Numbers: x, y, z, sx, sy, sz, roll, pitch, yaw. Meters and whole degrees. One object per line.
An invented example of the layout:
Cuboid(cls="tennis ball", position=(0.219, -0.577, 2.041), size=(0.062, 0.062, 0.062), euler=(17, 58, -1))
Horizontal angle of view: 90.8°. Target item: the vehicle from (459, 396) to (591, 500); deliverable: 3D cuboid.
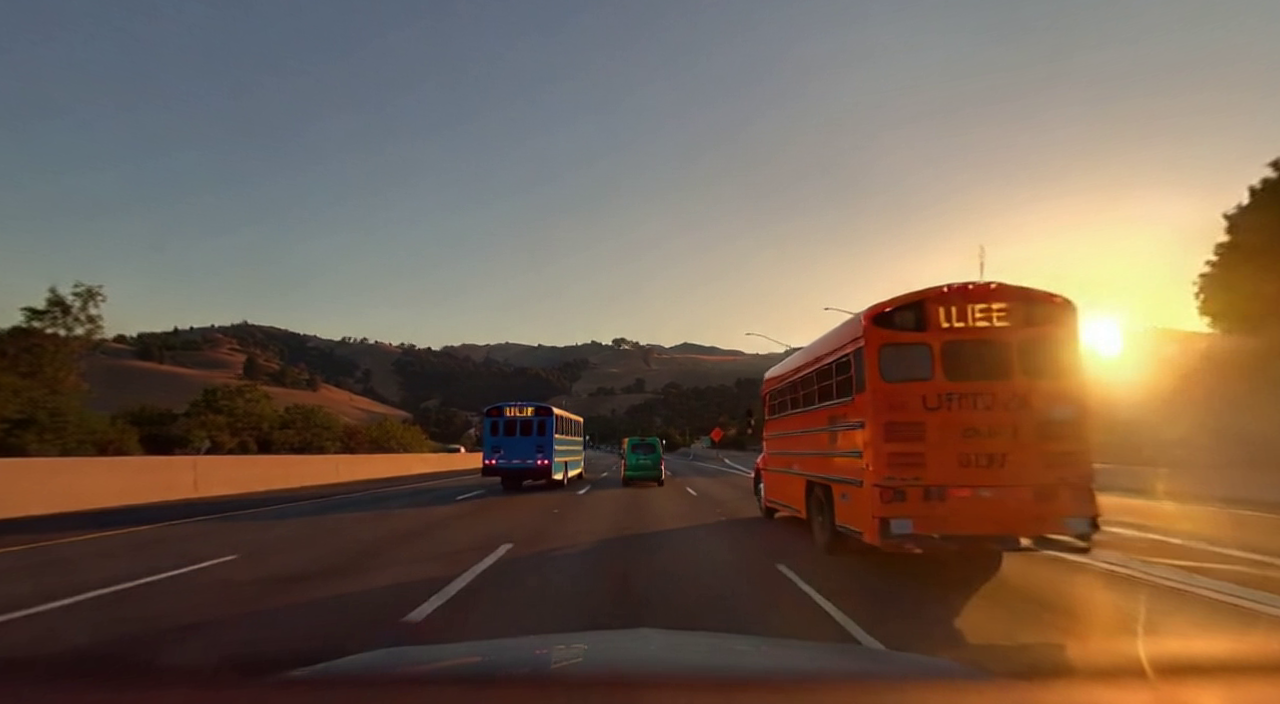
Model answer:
Cuboid(cls="vehicle", position=(-3.657, 3.428, 22.389), size=(2.947, 3.009, 7.991), euler=(0, -9, 1))

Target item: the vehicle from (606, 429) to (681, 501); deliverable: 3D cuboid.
Cuboid(cls="vehicle", position=(0.073, 3.443, 19.460), size=(2.037, 1.929, 4.343), euler=(0, -9, -1))

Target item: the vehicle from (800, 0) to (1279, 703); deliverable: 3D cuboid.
Cuboid(cls="vehicle", position=(4.164, -0.024, 3.524), size=(3.006, 4.101, 13.245), euler=(0, -9, 0))
